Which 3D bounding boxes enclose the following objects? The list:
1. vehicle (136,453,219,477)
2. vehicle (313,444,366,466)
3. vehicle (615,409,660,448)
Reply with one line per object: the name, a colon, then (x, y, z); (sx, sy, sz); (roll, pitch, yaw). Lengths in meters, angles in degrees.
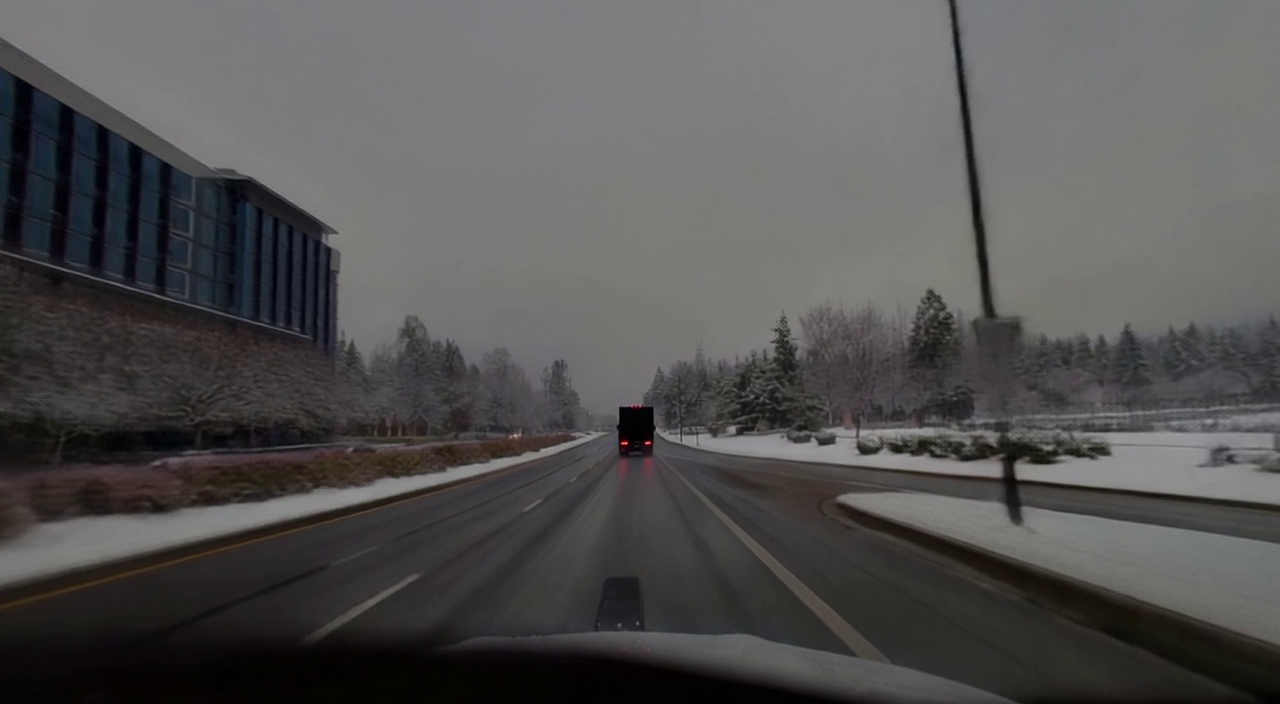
vehicle: (-31.294, 7.654, 42.954); (1.949, 1.501, 4.566); (-1, -9, 5)
vehicle: (-20.613, 7.064, 43.501); (1.744, 1.467, 3.945); (0, -9, 0)
vehicle: (-0.218, 4.072, 33.066); (2.178, 1.829, 4.932); (0, -9, -3)
